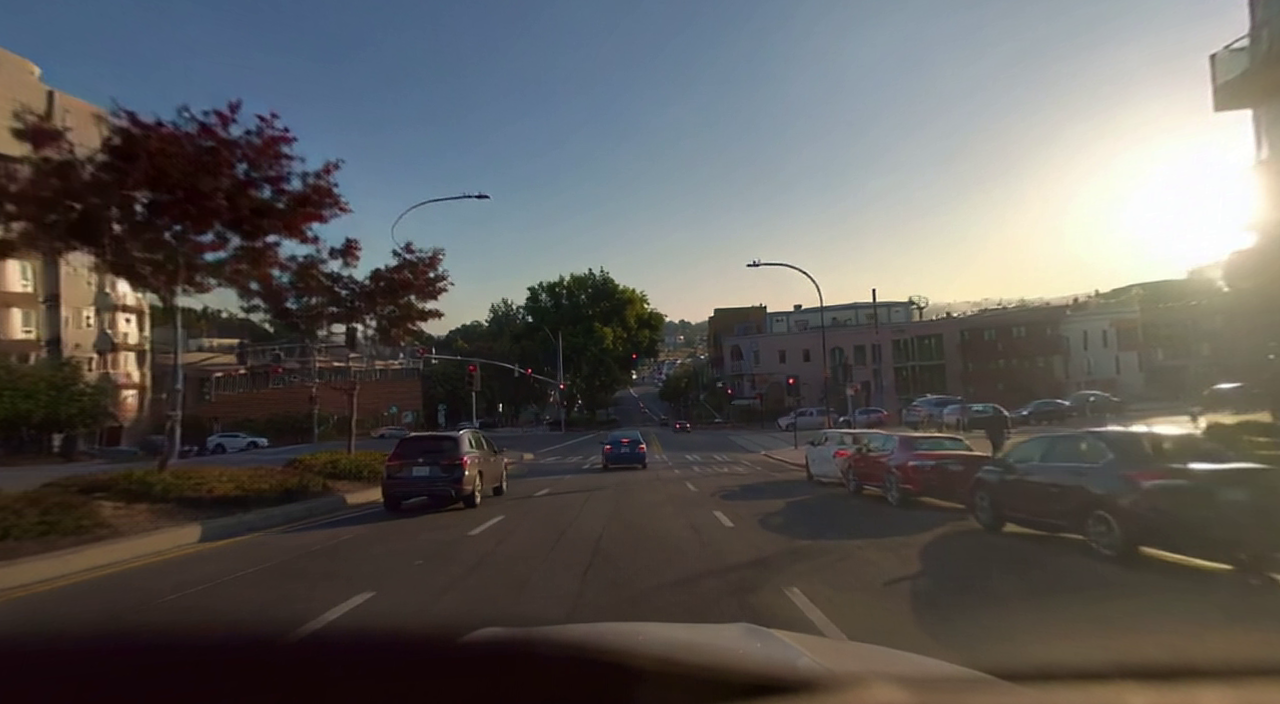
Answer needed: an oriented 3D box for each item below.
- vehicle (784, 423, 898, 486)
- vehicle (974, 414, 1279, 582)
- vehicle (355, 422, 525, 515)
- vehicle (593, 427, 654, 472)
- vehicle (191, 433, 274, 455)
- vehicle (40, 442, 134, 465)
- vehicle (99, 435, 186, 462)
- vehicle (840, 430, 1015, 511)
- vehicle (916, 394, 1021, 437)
[{"bbox_3d":[6.090,3.161,19.760,1.904,1.705,4.510,0,-8,-2],"label":"vehicle"},{"bbox_3d":[6.178,1.707,8.098,1.877,1.642,3.572,0,-8,2],"label":"vehicle"},{"bbox_3d":[-3.731,2.270,12.767,1.934,1.522,4.464,0,-8,1],"label":"vehicle"},{"bbox_3d":[-0.544,3.621,23.581,2.082,1.520,3.896,0,-8,0],"label":"vehicle"},{"bbox_3d":[-28.192,6.372,43.791,4.453,1.471,1.921,-1,-8,4],"label":"vehicle"},{"bbox_3d":[-35.499,6.496,40.637,3.957,1.396,2.134,0,-9,0],"label":"vehicle"},{"bbox_3d":[-34.993,6.822,44.477,4.698,1.833,1.887,-1,-8,7],"label":"vehicle"},{"bbox_3d":[6.069,2.531,13.964,1.959,1.513,4.104,0,-8,1],"label":"vehicle"},{"bbox_3d":[21.520,4.213,41.519,5.756,2.653,2.403,2,-9,-12],"label":"vehicle"}]
